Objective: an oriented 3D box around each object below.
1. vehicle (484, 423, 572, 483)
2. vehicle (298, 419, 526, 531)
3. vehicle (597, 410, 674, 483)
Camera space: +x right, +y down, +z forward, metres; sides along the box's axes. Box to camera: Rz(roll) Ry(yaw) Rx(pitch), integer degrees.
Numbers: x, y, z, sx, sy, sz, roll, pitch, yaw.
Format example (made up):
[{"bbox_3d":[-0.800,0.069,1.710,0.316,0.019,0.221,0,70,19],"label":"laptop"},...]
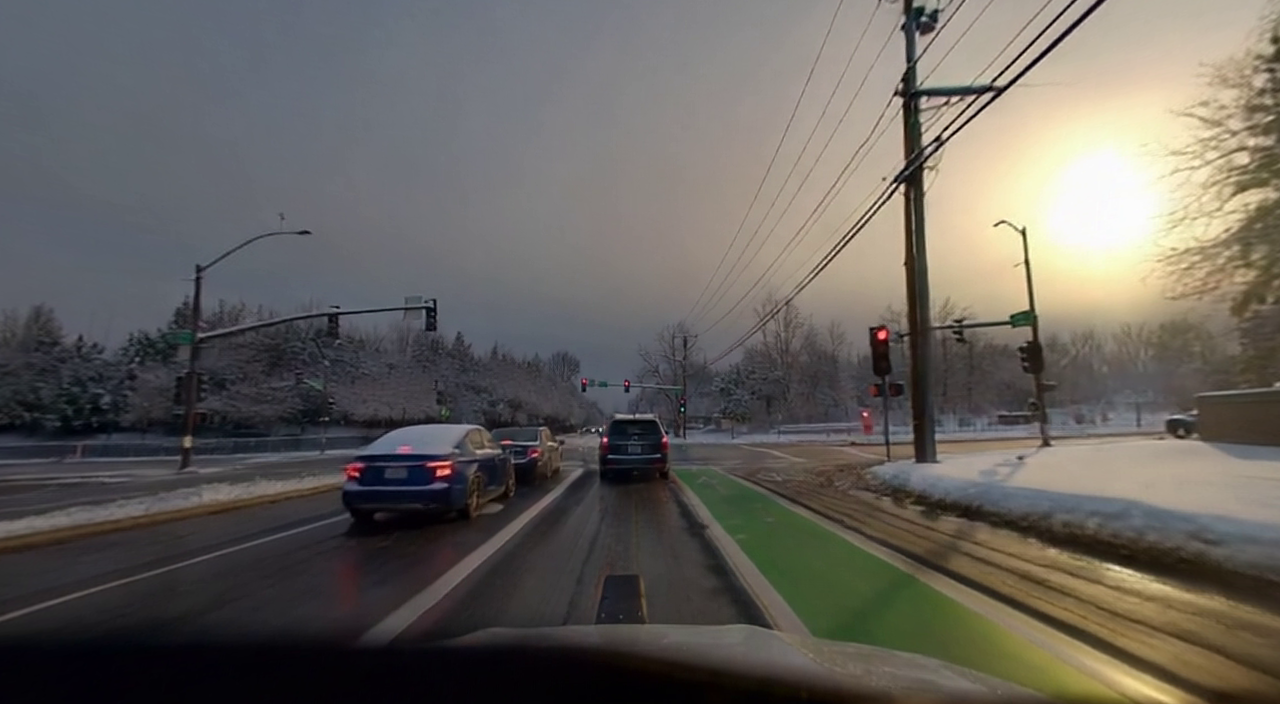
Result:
[{"bbox_3d":[-3.067,2.858,18.044,1.726,1.506,3.840,0,-8,1],"label":"vehicle"},{"bbox_3d":[-3.560,1.967,11.226,2.138,1.488,5.327,1,-7,-1],"label":"vehicle"},{"bbox_3d":[-0.162,2.876,19.320,2.036,1.885,5.196,1,-8,-1],"label":"vehicle"}]
